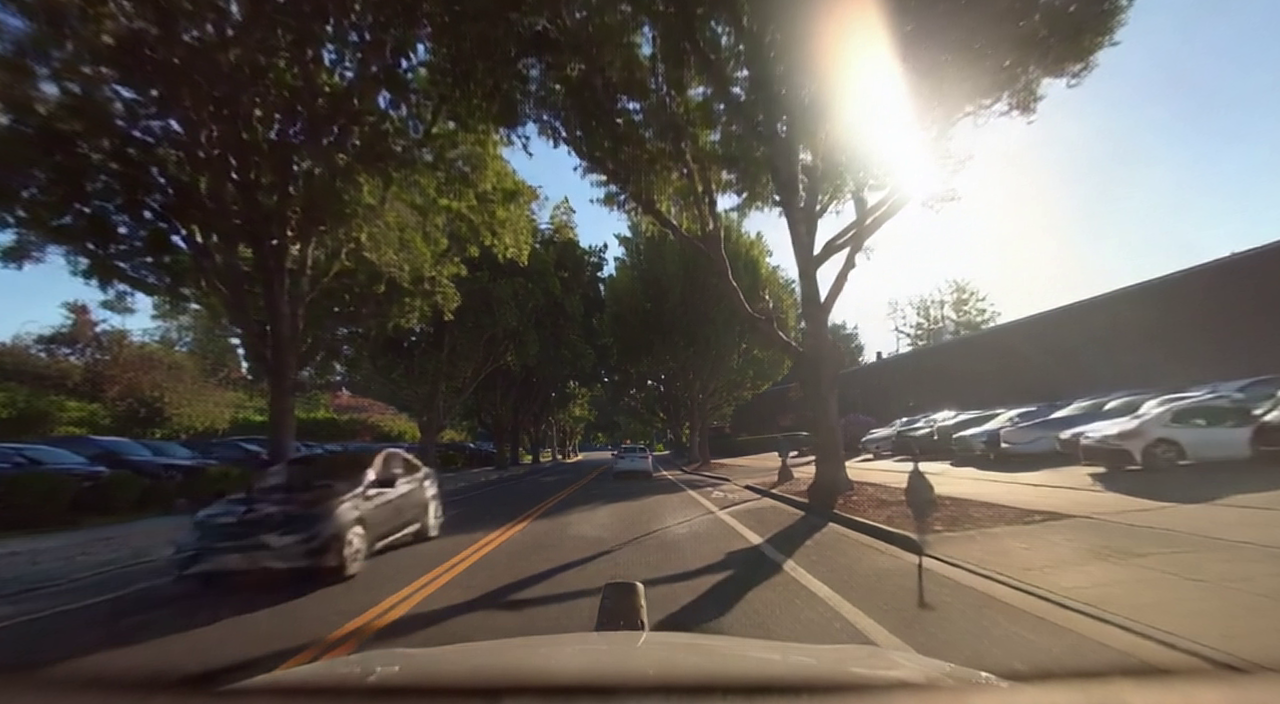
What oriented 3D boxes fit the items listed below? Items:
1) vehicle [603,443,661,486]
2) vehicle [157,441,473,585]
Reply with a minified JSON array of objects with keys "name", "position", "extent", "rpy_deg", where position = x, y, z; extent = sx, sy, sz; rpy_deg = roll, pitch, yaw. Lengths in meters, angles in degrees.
[{"name":"vehicle","position":[-0.328,4.532,25.833],"extent":[2.152,1.574,4.223],"rpy_deg":[0,-8,-1]},{"name":"vehicle","position":[-4.004,2.020,8.944],"extent":[2.028,1.464,4.602],"rpy_deg":[-1,-8,0]}]
